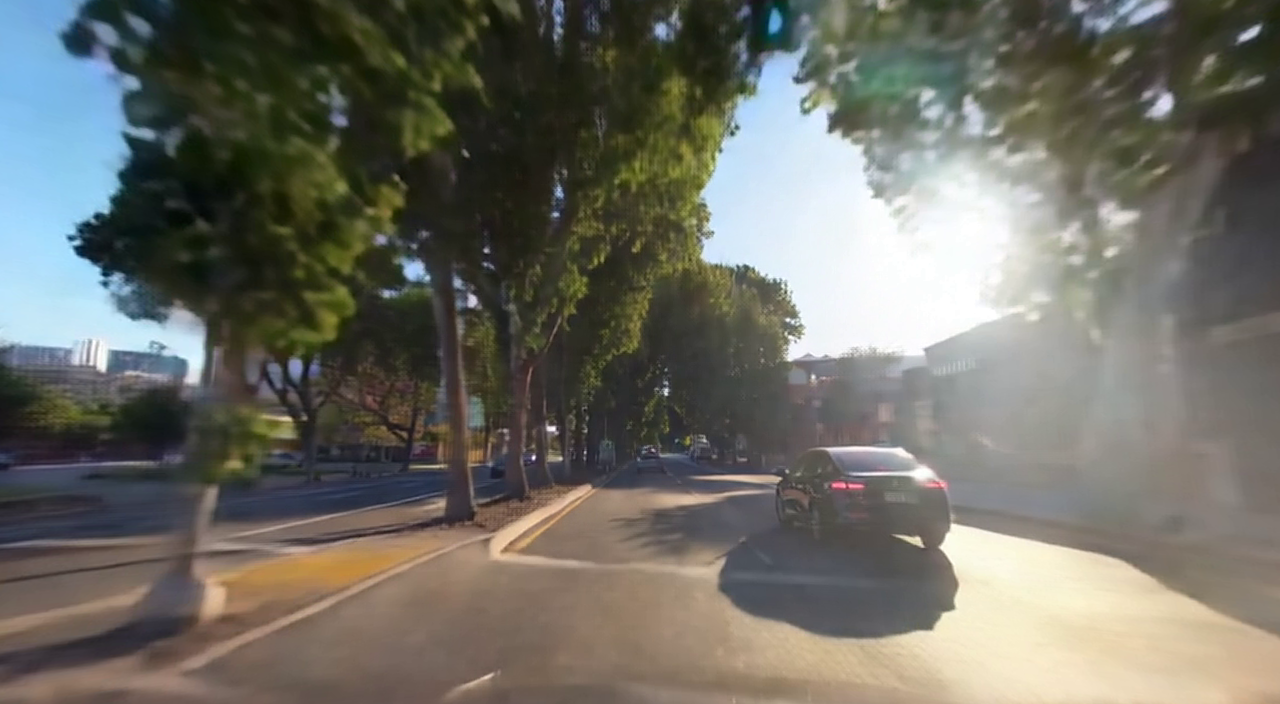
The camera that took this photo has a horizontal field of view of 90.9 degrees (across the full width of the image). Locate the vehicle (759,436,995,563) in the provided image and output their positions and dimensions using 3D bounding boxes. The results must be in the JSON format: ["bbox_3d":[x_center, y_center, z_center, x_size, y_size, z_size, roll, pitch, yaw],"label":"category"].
[{"bbox_3d":[3.238,2.082,9.653,1.989,1.498,4.050,0,-9,-1],"label":"vehicle"}]

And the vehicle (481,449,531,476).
[{"bbox_3d":[-7.963,6.592,37.932,1.958,1.487,4.451,0,-9,1],"label":"vehicle"}]

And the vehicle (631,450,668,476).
[{"bbox_3d":[0.532,6.135,35.026,1.945,1.343,3.827,0,-9,0],"label":"vehicle"}]

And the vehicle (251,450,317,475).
[{"bbox_3d":[-26.447,8.209,47.014,1.913,1.678,5.017,0,-8,1],"label":"vehicle"}]
